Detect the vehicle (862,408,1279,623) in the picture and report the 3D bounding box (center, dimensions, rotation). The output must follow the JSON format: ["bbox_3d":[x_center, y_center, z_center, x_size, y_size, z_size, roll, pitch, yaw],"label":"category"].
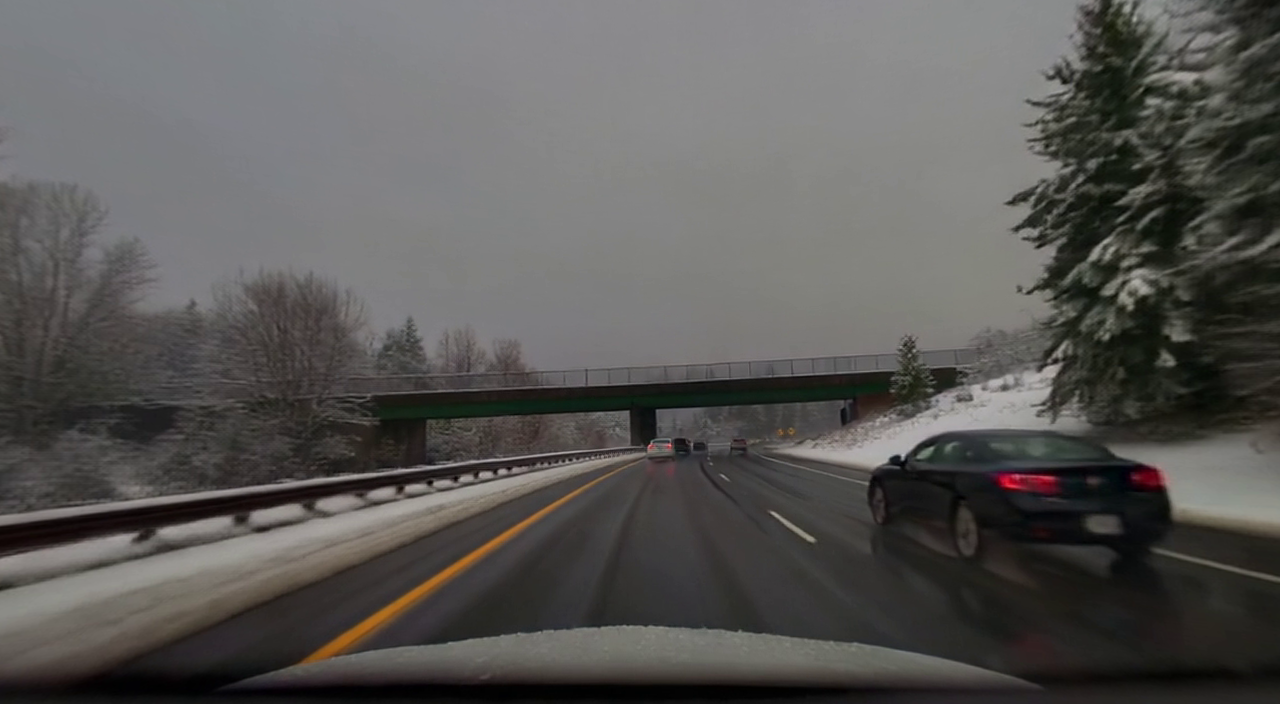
[{"bbox_3d":[4.216,1.474,6.712,2.163,1.489,4.470,0,-8,2],"label":"vehicle"}]

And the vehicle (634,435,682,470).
[{"bbox_3d":[0.840,4.474,28.208,1.993,1.461,3.812,-1,-8,3],"label":"vehicle"}]
